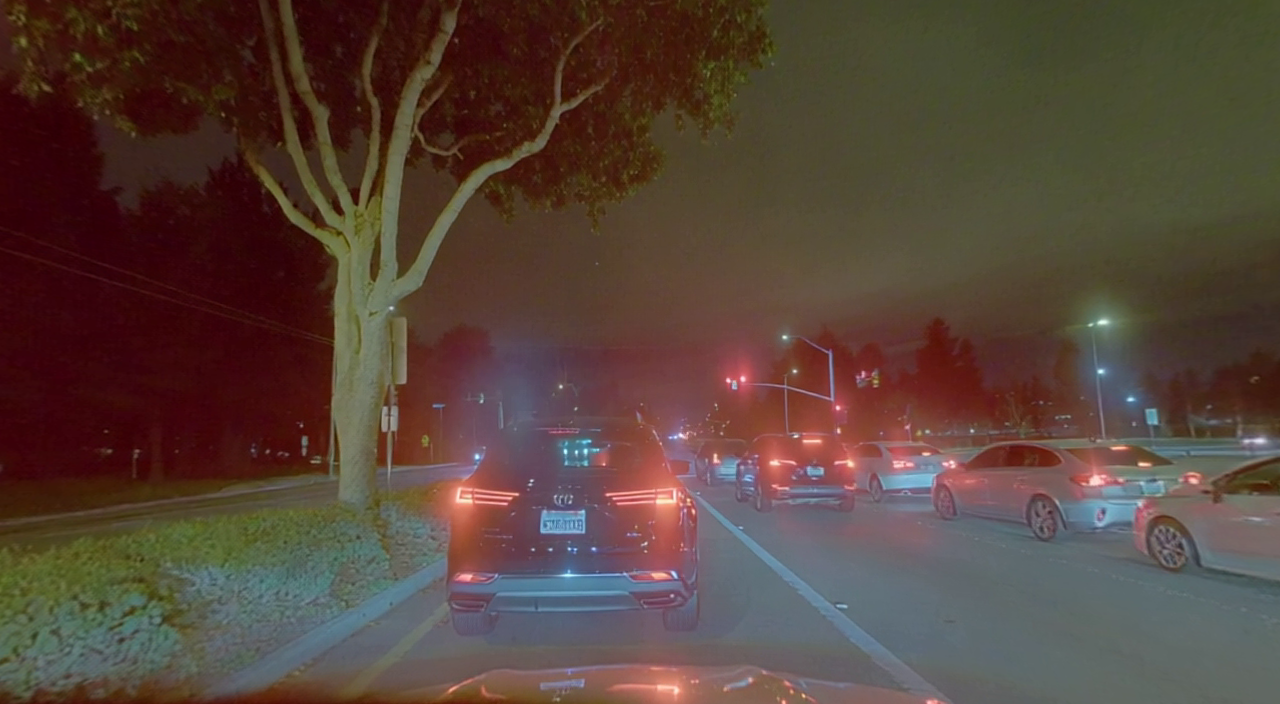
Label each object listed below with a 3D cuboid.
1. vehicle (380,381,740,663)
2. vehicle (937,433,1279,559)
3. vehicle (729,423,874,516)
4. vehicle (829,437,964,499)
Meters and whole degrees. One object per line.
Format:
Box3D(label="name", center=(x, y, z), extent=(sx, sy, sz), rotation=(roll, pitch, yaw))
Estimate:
Box3D(label="vehicle", center=(-0.436, 1.351, 6.078), extent=(2.201, 1.709, 4.271), rotation=(0, -9, 2))
Box3D(label="vehicle", center=(6.586, 2.015, 9.656), extent=(1.894, 1.445, 4.565), rotation=(0, -9, 1))
Box3D(label="vehicle", center=(3.250, 2.470, 13.747), extent=(1.963, 1.682, 4.407), rotation=(0, -9, 0))
Box3D(label="vehicle", center=(6.963, 3.183, 17.769), extent=(1.890, 1.489, 4.415), rotation=(0, -9, -1))
